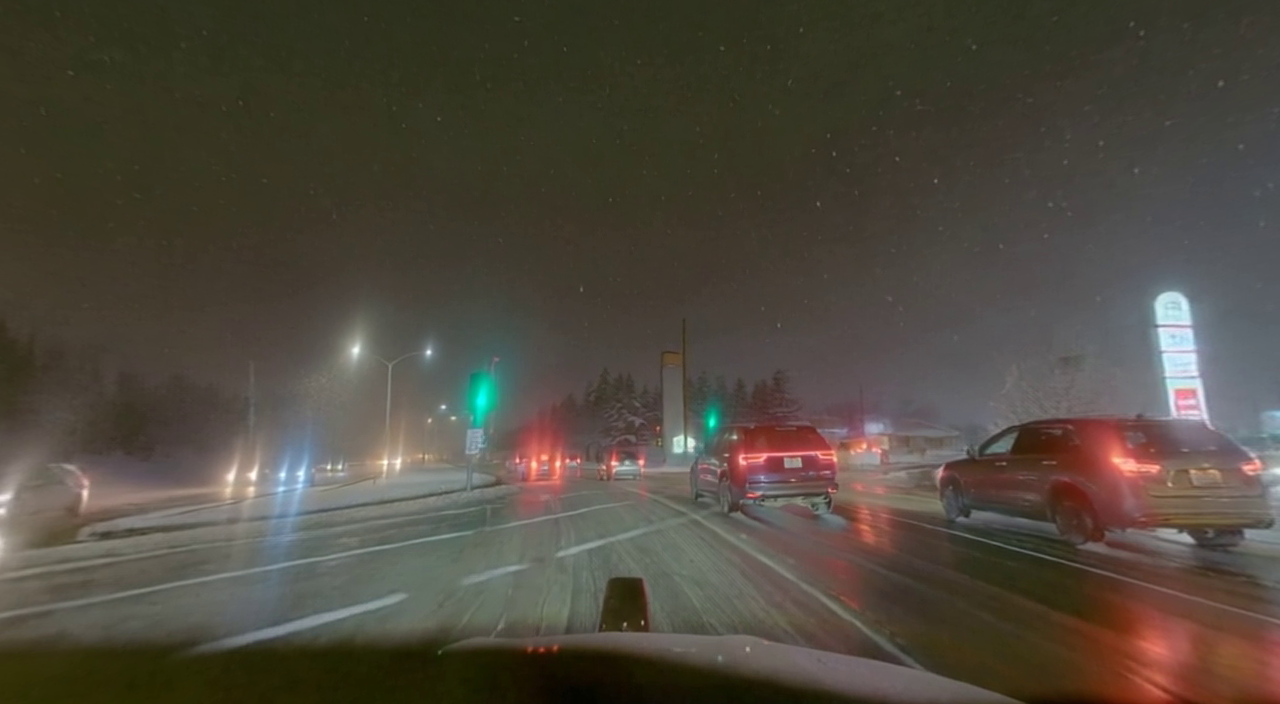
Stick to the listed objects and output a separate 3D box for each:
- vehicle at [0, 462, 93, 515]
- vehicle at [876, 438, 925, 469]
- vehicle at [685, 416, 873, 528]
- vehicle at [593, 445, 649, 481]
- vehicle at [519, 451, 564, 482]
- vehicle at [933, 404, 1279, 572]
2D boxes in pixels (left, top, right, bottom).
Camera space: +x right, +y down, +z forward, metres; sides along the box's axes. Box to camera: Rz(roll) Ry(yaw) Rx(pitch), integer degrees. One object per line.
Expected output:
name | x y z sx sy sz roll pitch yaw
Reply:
vehicle | -20.861 4.561 21.320 1.821 1.521 3.874 1 -8 -12
vehicle | 14.115 5.424 33.956 1.945 1.528 5.044 -6 -10 26
vehicle | 2.459 2.298 12.726 2.184 1.777 4.712 0 -8 -7
vehicle | -0.995 5.370 30.832 2.012 1.612 4.114 1 -8 -12
vehicle | -5.646 6.454 35.832 2.107 1.527 4.174 2 -8 -15
vehicle | 5.988 1.629 8.369 1.881 1.604 4.289 0 -8 -4
